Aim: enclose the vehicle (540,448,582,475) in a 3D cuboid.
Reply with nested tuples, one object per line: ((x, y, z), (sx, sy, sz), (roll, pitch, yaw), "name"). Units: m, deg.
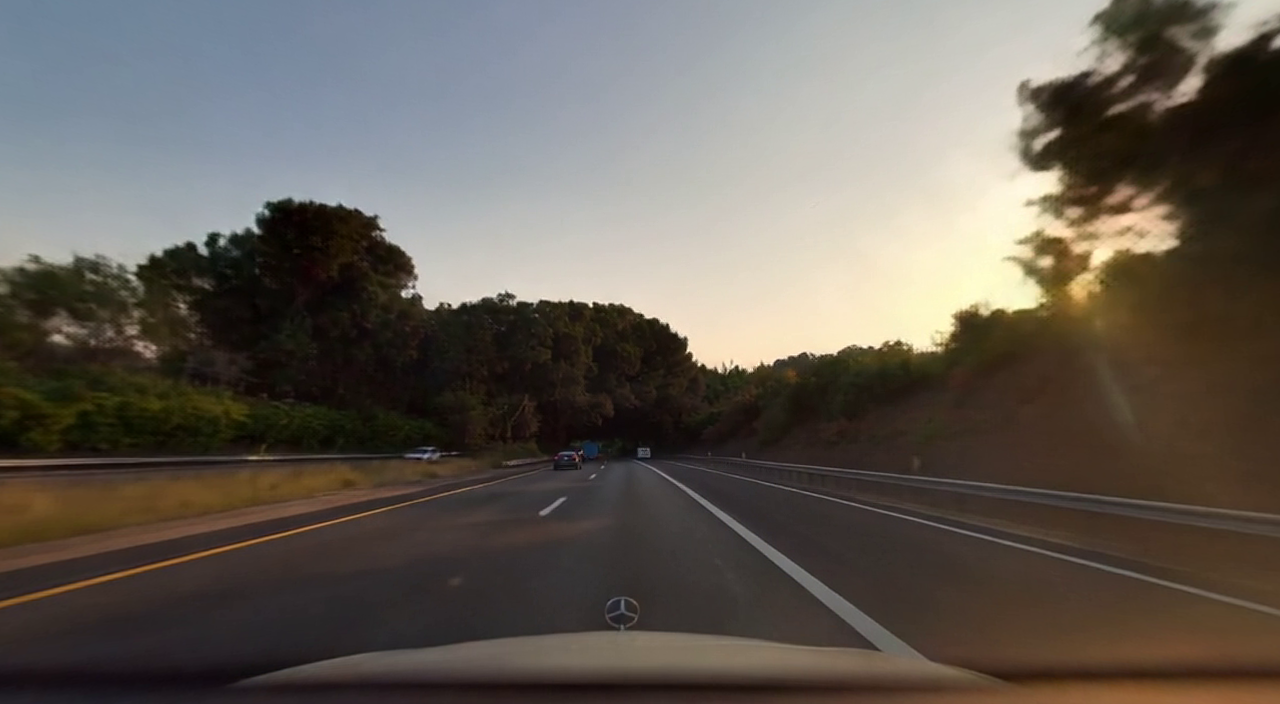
((-4.785, 6.663, 38.771), (2.049, 1.521, 4.366), (0, -9, -1), "vehicle")
